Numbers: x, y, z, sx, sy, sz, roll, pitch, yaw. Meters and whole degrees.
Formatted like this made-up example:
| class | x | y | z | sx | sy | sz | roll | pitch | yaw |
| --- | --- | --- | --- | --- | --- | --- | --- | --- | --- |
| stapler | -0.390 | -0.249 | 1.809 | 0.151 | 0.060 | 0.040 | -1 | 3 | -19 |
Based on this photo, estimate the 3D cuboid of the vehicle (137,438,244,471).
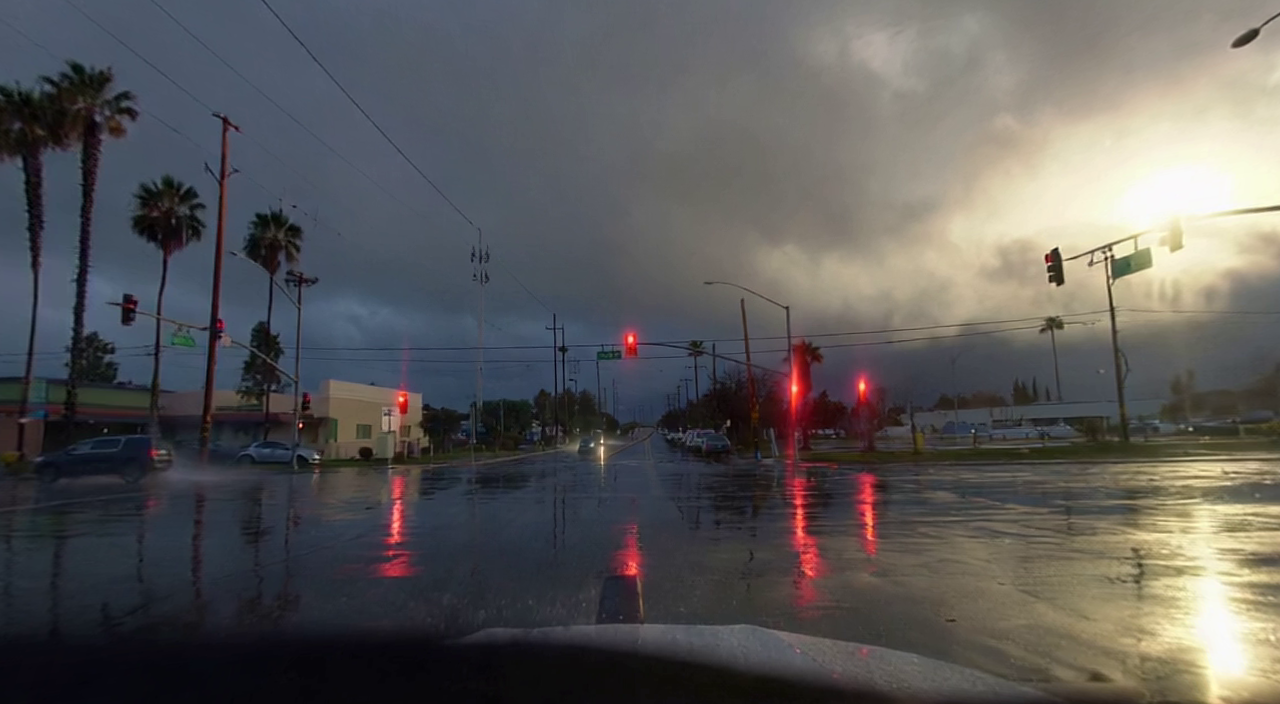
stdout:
| class | x | y | z | sx | sy | sz | roll | pitch | yaw |
| --- | --- | --- | --- | --- | --- | --- | --- | --- | --- |
| vehicle | -25.869 | 5.918 | 36.473 | 4.613 | 1.820 | 2.021 | -1 | -9 | 3 |

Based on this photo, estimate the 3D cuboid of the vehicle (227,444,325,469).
| class | x | y | z | sx | sy | sz | roll | pitch | yaw |
| --- | --- | --- | --- | --- | --- | --- | --- | --- | --- |
| vehicle | -22.303 | 6.421 | 38.826 | 4.849 | 1.444 | 1.881 | 0 | -8 | 1 |

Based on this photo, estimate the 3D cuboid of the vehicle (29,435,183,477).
| class | x | y | z | sx | sy | sz | roll | pitch | yaw |
| --- | --- | --- | --- | --- | --- | --- | --- | --- | --- |
| vehicle | -24.153 | 4.717 | 28.762 | 4.837 | 1.819 | 2.041 | 1 | -9 | -9 |

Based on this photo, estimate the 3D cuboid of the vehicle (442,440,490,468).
| class | x | y | z | sx | sy | sz | roll | pitch | yaw |
| --- | --- | --- | --- | --- | --- | --- | --- | --- | --- |
| vehicle | -11.968 | 7.001 | 43.716 | 2.016 | 1.717 | 4.287 | -2 | -7 | 1 |
